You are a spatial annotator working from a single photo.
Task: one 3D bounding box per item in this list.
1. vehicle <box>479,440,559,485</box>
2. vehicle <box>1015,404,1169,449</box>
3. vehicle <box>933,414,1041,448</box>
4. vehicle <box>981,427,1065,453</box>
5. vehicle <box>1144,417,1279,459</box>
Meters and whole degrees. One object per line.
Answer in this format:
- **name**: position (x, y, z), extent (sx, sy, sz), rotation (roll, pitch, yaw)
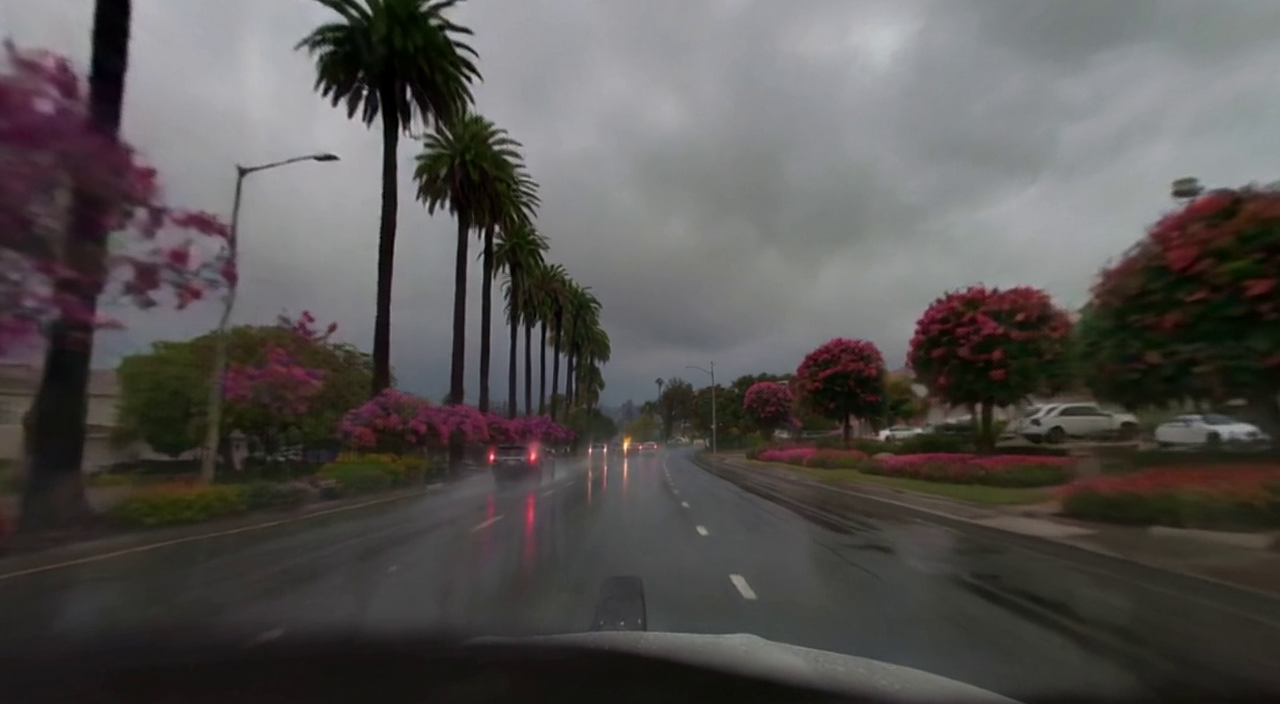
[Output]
- **vehicle**: position (-4.293, 3.994, 23.079), extent (2.036, 1.478, 4.508), rotation (0, -9, 0)
- **vehicle**: position (21.188, 3.546, 29.612), extent (5.458, 2.044, 2.299), rotation (0, -9, -2)
- **vehicle**: position (20.952, 4.817, 38.042), extent (5.294, 1.978, 2.201), rotation (1, -9, -7)
- **vehicle**: position (21.335, 4.935, 35.042), extent (3.648, 1.427, 1.686), rotation (1, -9, -6)
- **vehicle**: position (21.612, 3.185, 23.376), extent (4.168, 1.489, 1.768), rotation (0, -7, 0)
